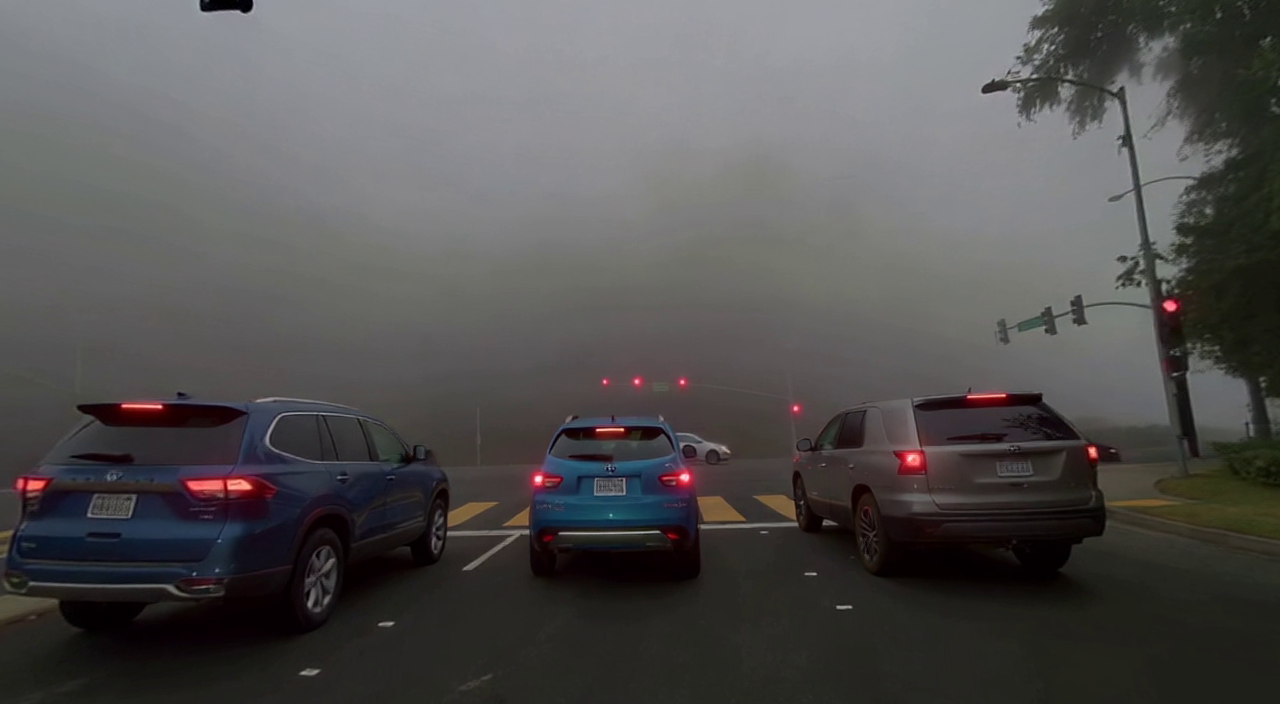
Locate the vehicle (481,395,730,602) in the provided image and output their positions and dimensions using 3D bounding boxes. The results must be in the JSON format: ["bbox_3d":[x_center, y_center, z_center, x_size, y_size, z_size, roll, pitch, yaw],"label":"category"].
[{"bbox_3d":[-0.234,1.513,7.317,2.067,1.702,3.987,0,-8,2],"label":"vehicle"}]

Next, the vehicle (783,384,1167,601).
[{"bbox_3d":[3.274,1.485,7.520,2.083,1.779,4.532,0,-8,0],"label":"vehicle"}]

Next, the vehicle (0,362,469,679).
[{"bbox_3d":[-3.279,1.279,5.893,2.047,1.810,4.414,0,-8,1],"label":"vehicle"}]

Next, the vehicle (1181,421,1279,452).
[{"bbox_3d":[32.785,4.660,34.770,4.175,1.634,1.877,1,-8,-5],"label":"vehicle"}]
